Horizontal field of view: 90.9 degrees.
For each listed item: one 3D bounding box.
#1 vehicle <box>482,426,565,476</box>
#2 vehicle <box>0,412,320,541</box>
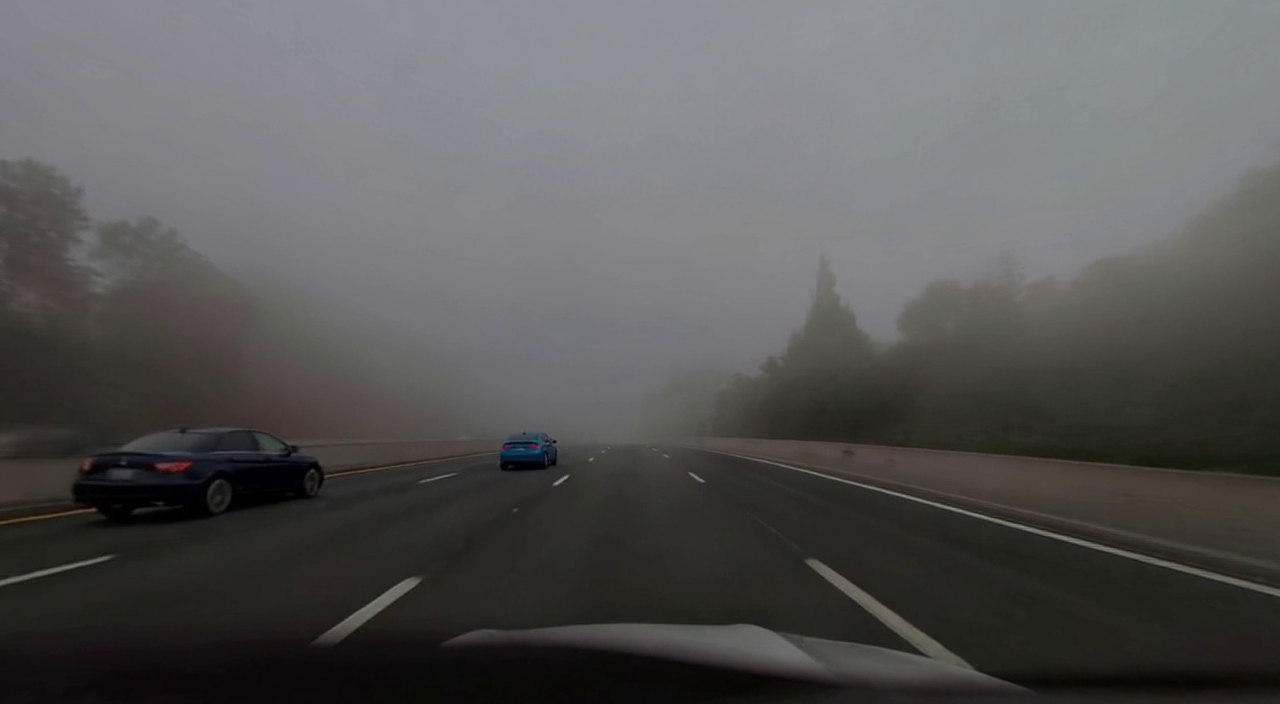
[{"bbox_3d":[-3.829,3.314,21.487,2.026,1.517,4.325,0,-7,0],"label":"vehicle"},{"bbox_3d":[-7.261,1.801,9.965,1.983,1.535,4.652,0,-7,-1],"label":"vehicle"}]
